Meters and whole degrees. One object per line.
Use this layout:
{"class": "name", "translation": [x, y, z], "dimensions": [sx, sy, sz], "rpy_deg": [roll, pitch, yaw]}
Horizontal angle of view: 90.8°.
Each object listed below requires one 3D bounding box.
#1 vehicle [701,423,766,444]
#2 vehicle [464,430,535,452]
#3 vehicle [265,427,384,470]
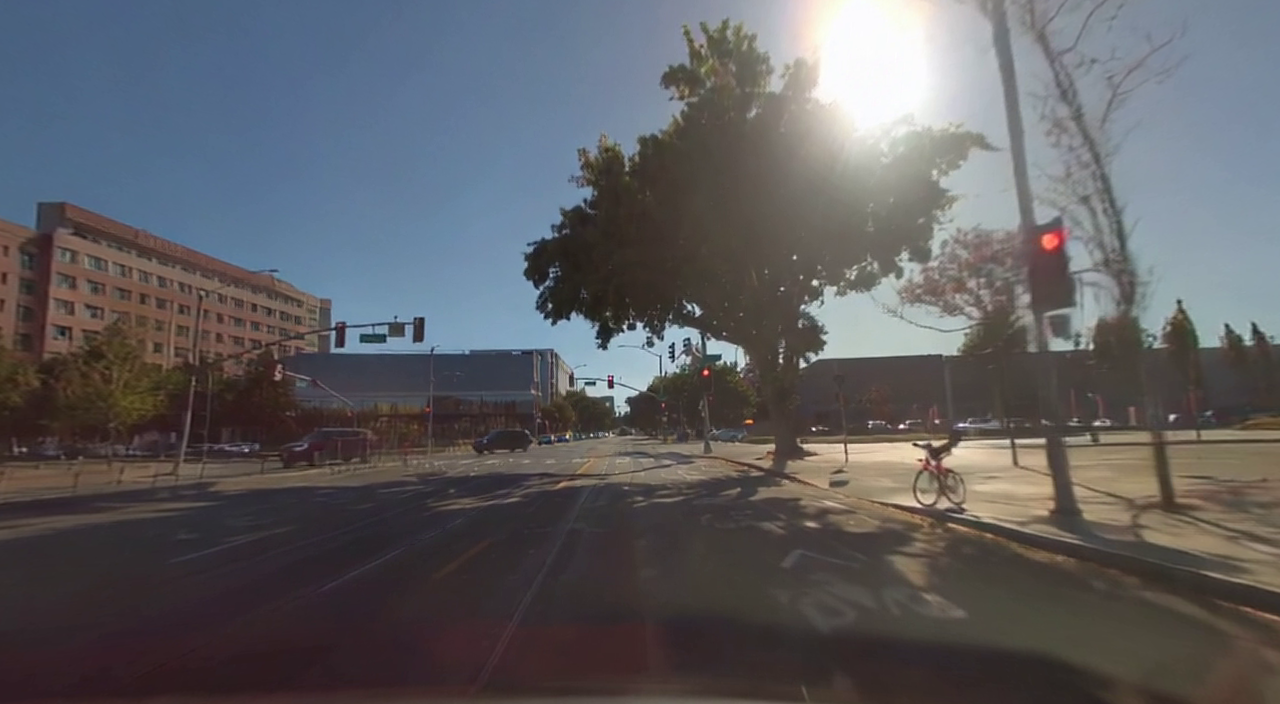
{"class": "vehicle", "translation": [7.260, 6.354, 49.105], "dimensions": [4.572, 1.599, 1.938], "rpy_deg": [2, -8, -14]}
{"class": "vehicle", "translation": [-9.904, 6.321, 44.850], "dimensions": [1.912, 1.500, 4.577], "rpy_deg": [-8, -11, 43]}
{"class": "vehicle", "translation": [-12.852, 3.955, 26.117], "dimensions": [2.111, 1.598, 4.359], "rpy_deg": [-2, -8, 11]}
